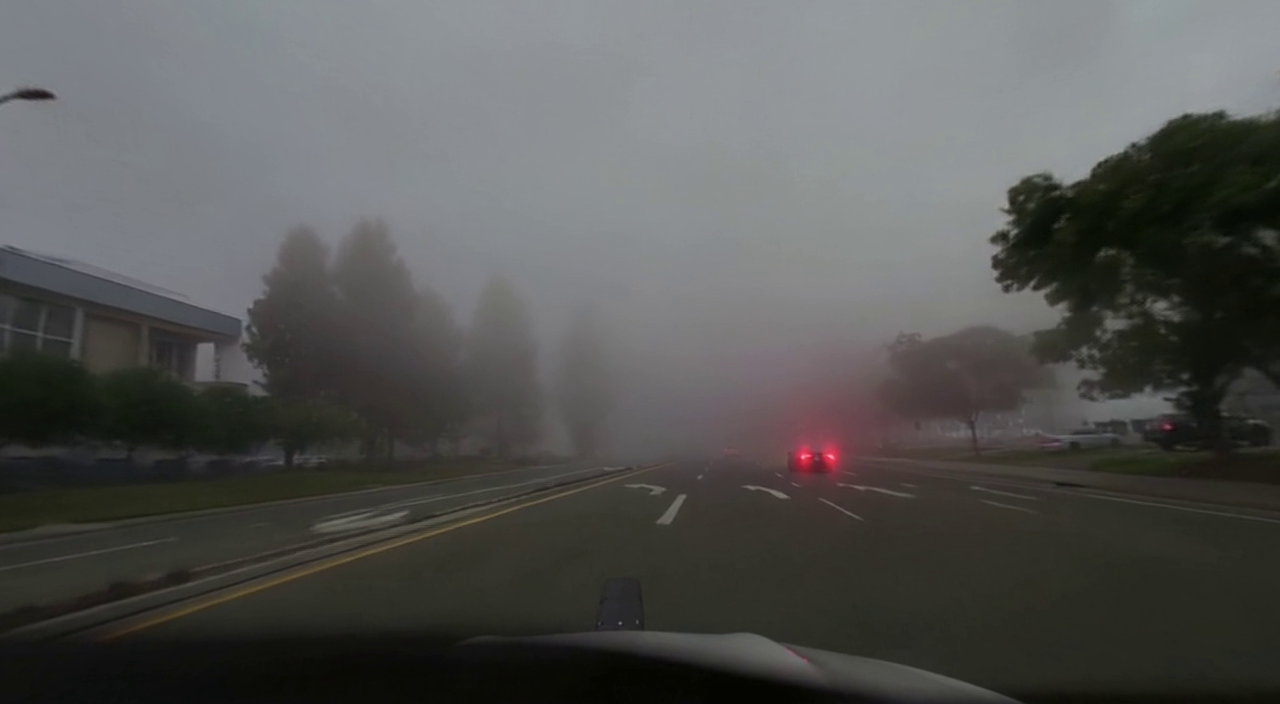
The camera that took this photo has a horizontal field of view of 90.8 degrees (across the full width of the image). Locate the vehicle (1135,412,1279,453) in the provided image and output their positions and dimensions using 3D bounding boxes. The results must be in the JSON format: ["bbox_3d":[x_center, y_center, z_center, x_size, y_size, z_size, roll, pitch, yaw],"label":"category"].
[{"bbox_3d":[25.835,3.695,28.779,4.440,1.725,2.255,-2,-9,8],"label":"vehicle"}]

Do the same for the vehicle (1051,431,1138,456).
[{"bbox_3d":[27.531,5.557,38.349,3.881,1.410,1.702,-1,-9,5],"label":"vehicle"}]

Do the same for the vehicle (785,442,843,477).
[{"bbox_3d":[8.667,5.382,31.916,2.181,1.639,4.127,-1,-9,7],"label":"vehicle"}]
